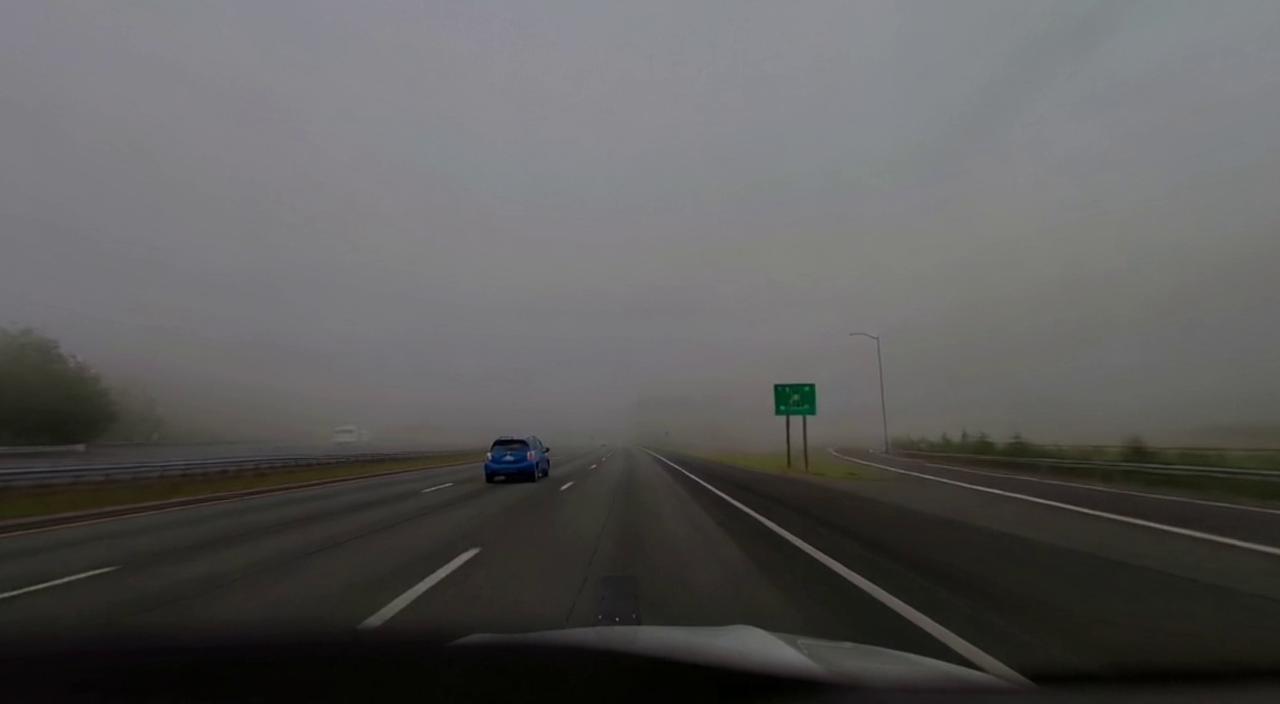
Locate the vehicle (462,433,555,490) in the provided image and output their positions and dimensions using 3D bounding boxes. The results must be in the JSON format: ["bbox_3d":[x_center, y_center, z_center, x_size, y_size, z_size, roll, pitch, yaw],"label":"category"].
[{"bbox_3d":[-3.940,3.321,19.528,2.008,1.567,3.959,0,-8,0],"label":"vehicle"}]
